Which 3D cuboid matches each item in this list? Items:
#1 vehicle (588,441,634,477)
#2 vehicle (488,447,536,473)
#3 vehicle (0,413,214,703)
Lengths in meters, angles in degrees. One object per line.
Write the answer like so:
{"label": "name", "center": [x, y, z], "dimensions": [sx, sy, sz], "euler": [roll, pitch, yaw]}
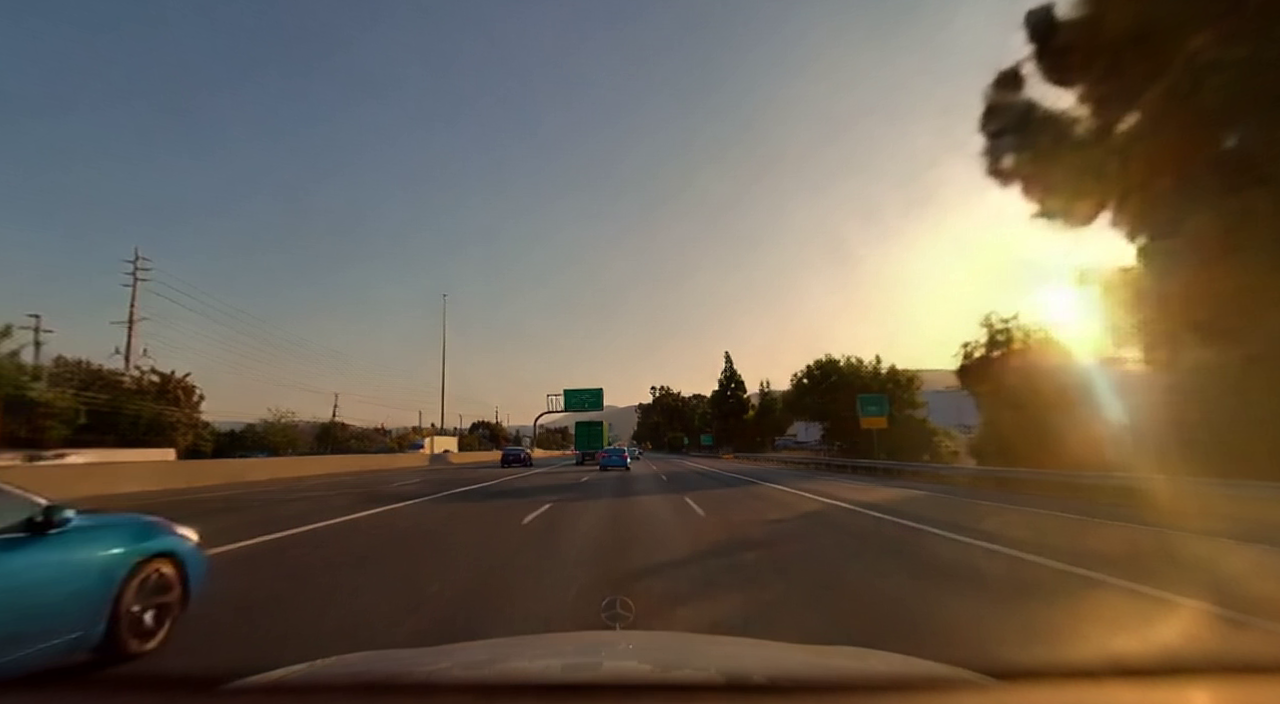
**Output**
{"label": "vehicle", "center": [-1.378, 5.326, 31.717], "dimensions": [2.033, 1.669, 4.112], "euler": [0, -9, 1]}
{"label": "vehicle", "center": [-7.675, 6.502, 38.319], "dimensions": [2.026, 1.477, 4.467], "euler": [0, -9, 0]}
{"label": "vehicle", "center": [-3.786, 0.893, 1.859], "dimensions": [1.997, 1.507, 4.391], "euler": [0, -9, 0]}
